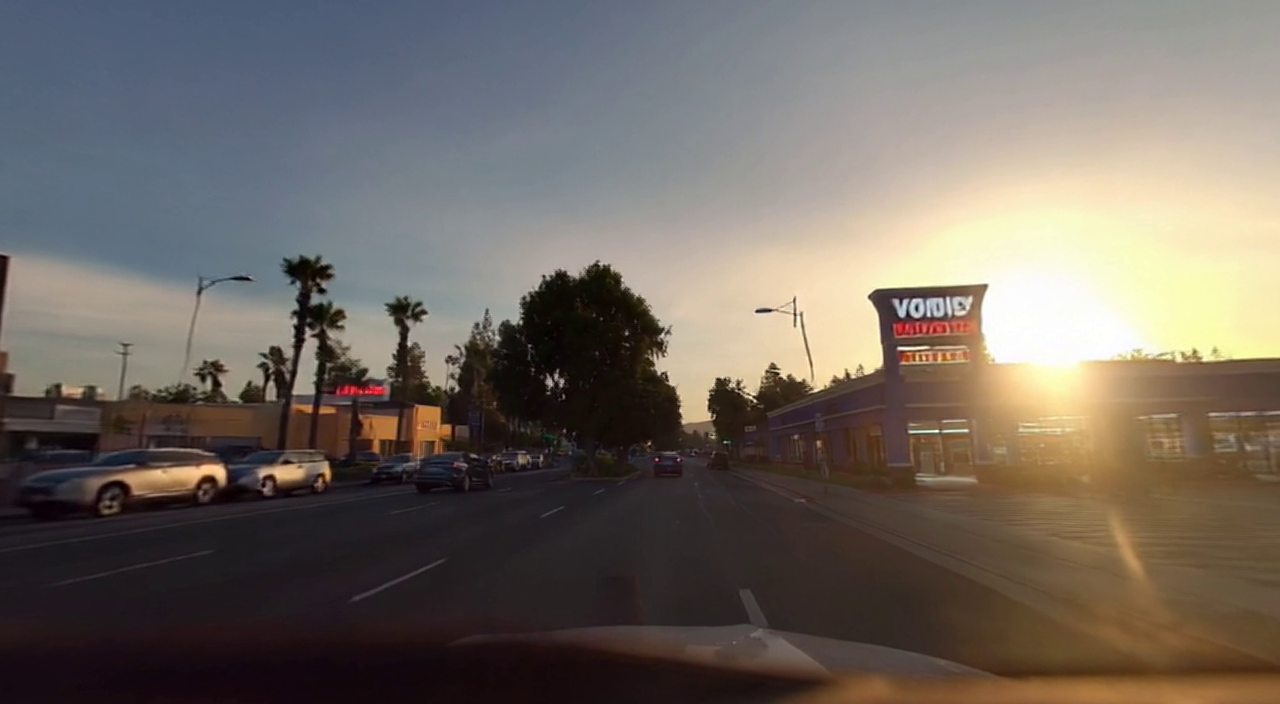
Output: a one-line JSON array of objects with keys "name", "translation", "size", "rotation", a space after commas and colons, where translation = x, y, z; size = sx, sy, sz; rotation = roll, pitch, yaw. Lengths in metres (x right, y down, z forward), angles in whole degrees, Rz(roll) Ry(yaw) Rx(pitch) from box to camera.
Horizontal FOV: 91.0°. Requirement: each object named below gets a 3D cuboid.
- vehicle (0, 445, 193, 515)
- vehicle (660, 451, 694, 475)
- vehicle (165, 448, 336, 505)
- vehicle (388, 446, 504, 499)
[{"name": "vehicle", "translation": [-14.688, 3.332, 17.018], "size": [1.882, 1.623, 4.270], "rotation": [0, -9, 3]}, {"name": "vehicle", "translation": [2.540, 7.435, 42.344], "size": [2.139, 1.461, 4.918], "rotation": [-1, -9, 5]}, {"name": "vehicle", "translation": [-11.650, 3.697, 19.314], "size": [1.981, 1.493, 4.721], "rotation": [-1, -9, 4]}, {"name": "vehicle", "translation": [-6.180, 3.866, 20.663], "size": [2.090, 1.520, 4.452], "rotation": [-1, -9, 4]}]
